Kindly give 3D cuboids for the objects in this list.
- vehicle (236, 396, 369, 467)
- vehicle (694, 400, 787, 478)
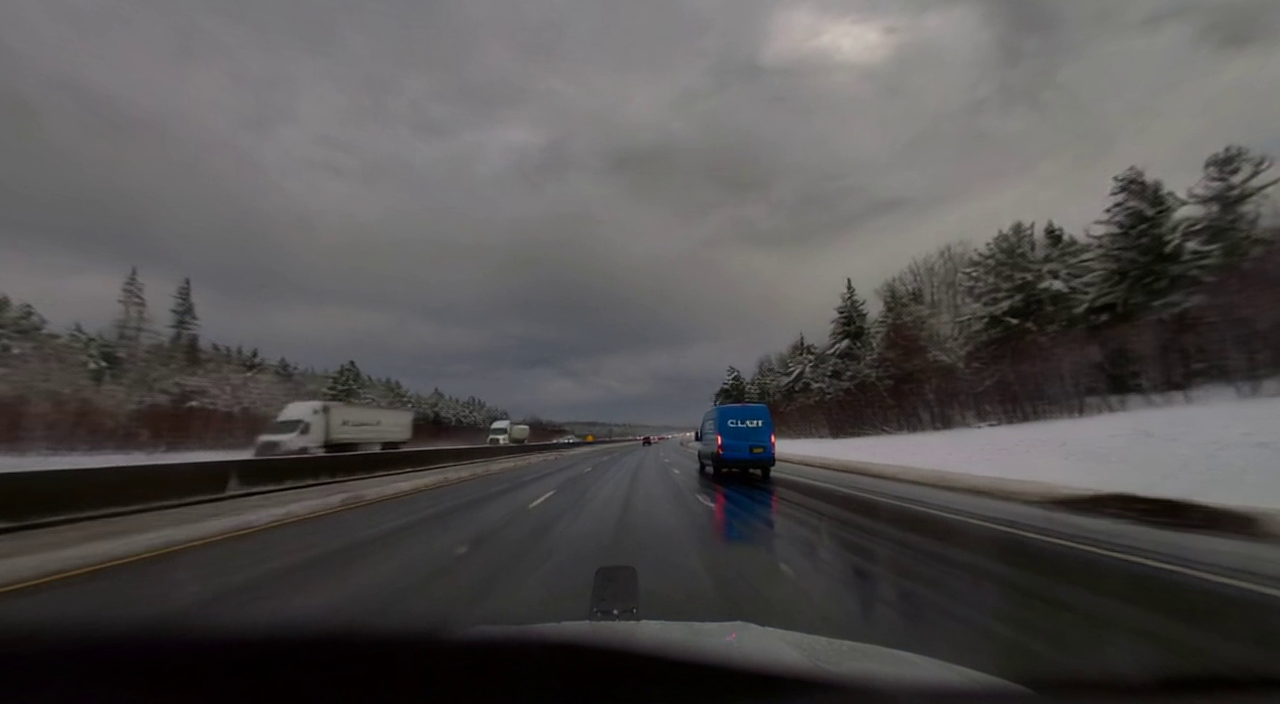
[{"bbox_3d":[-22.119,5.408,42.238,2.992,4.136,10.324,-1,-8,1],"label":"vehicle"},{"bbox_3d":[3.616,3.323,24.014,2.485,2.562,5.535,0,-8,-1],"label":"vehicle"}]
